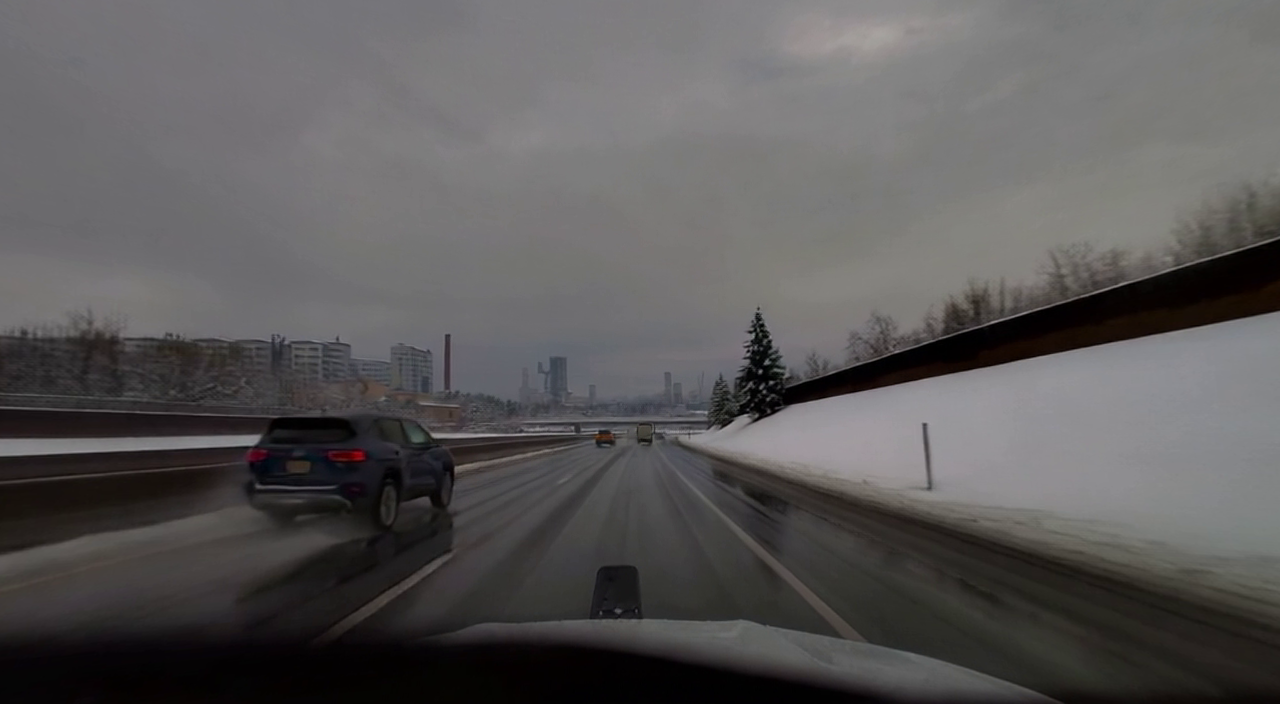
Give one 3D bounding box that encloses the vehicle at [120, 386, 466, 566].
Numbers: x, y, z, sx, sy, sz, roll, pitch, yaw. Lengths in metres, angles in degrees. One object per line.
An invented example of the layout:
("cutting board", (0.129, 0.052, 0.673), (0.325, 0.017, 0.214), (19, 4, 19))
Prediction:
("vehicle", (-3.857, 1.448, 8.110), (2.018, 1.678, 4.312), (0, -8, -1))
